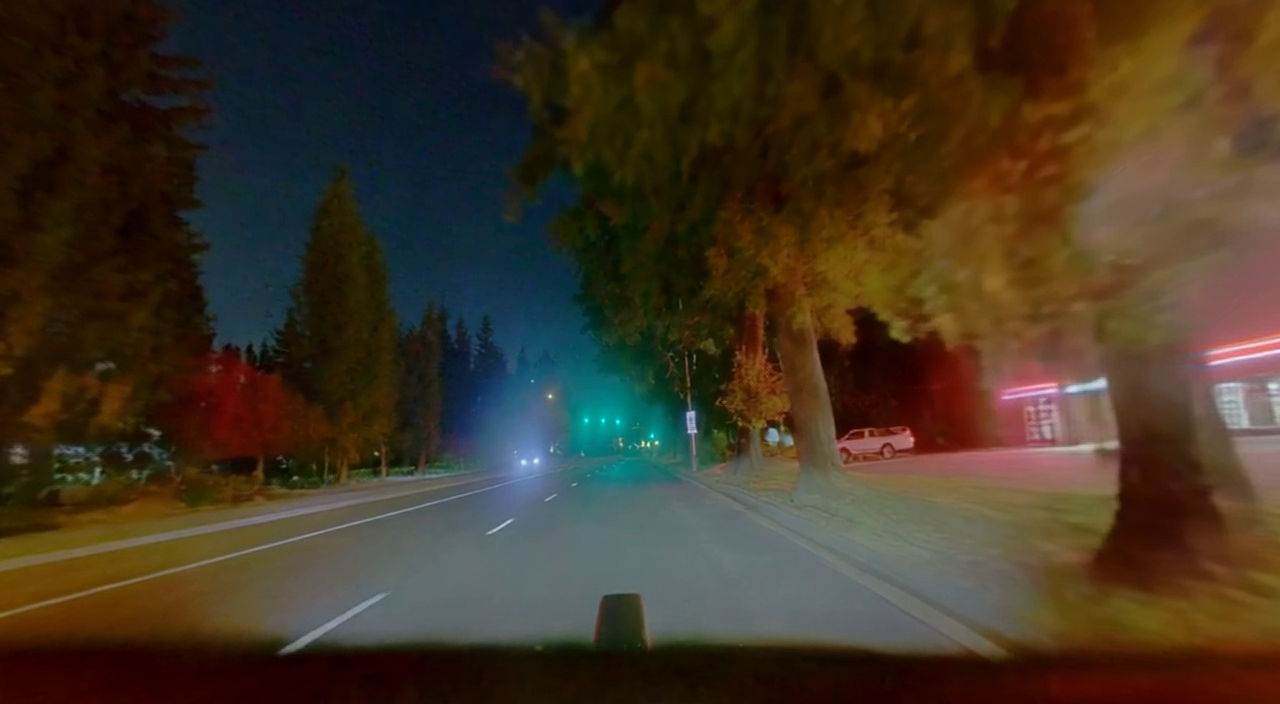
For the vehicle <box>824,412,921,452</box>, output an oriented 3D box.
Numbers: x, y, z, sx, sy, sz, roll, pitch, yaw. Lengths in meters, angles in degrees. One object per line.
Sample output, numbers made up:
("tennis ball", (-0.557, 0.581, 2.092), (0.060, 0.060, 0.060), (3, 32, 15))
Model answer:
("vehicle", (12.566, 4.467, 34.564), (1.939, 1.753, 4.974), (5, -13, -23))
